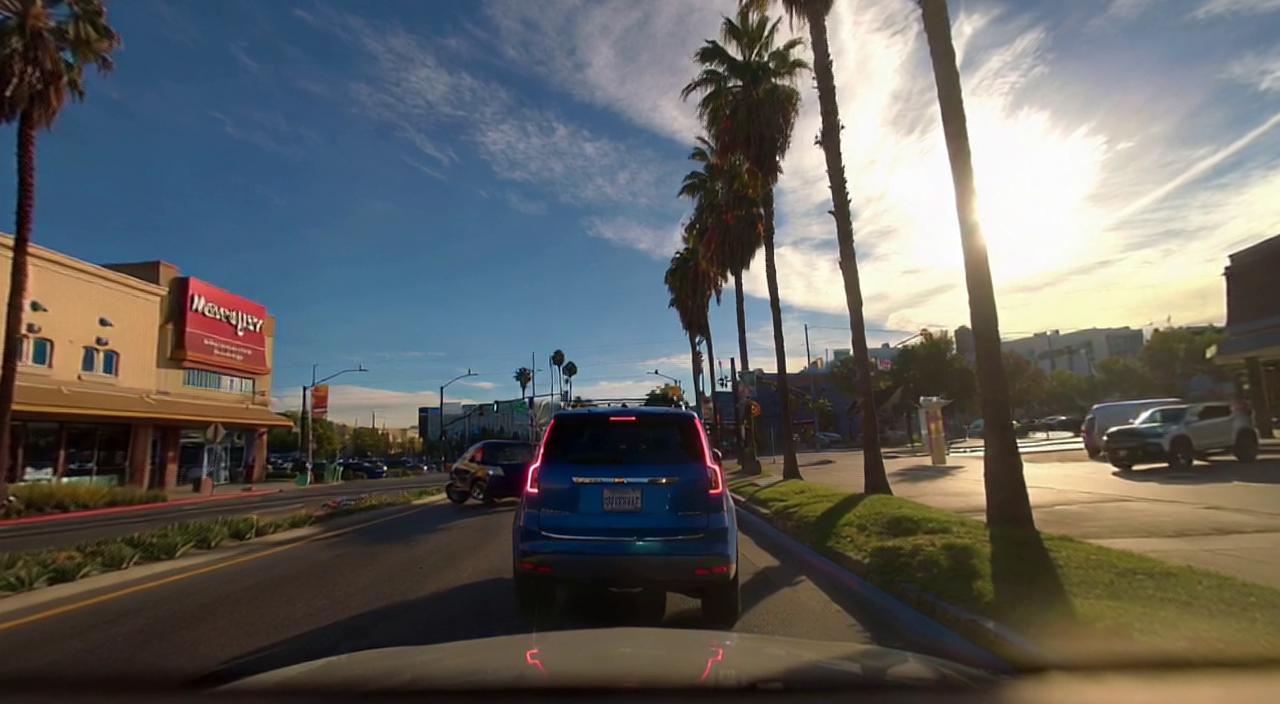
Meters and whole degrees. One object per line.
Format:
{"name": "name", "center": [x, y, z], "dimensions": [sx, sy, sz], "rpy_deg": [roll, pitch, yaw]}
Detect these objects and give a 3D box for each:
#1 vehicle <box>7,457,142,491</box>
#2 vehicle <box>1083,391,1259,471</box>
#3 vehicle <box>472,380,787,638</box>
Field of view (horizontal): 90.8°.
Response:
{"name": "vehicle", "center": [-27.958, 6.023, 31.471], "dimensions": [4.593, 1.528, 1.979], "rpy_deg": [5, -10, -29]}
{"name": "vehicle", "center": [16.101, 2.460, 19.052], "dimensions": [6.060, 2.047, 2.490], "rpy_deg": [6, -11, -36]}
{"name": "vehicle", "center": [-0.124, 1.404, 6.521], "dimensions": [2.234, 1.818, 3.869], "rpy_deg": [0, -9, -2]}
